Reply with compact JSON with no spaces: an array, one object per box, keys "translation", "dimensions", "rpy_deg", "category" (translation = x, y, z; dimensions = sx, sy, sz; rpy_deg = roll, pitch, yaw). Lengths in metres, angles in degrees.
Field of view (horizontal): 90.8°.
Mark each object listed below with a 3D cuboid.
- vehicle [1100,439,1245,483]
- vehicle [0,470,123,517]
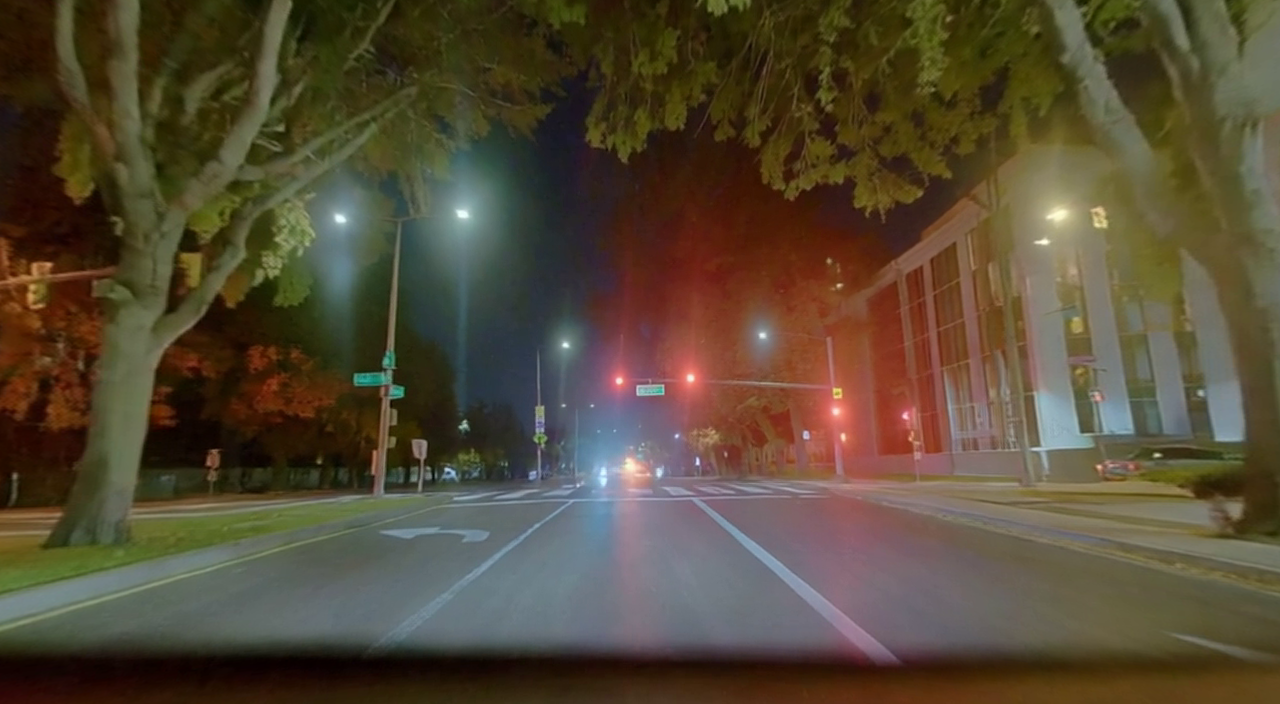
[{"translation":[21.179,4.332,25.257],"dimensions":[3.967,1.636,1.932],"rpy_deg":[-1,-9,0],"category":"vehicle"},{"translation":[-23.011,5.388,24.337],"dimensions":[4.758,1.549,2.194],"rpy_deg":[-2,-9,14],"category":"vehicle"}]
